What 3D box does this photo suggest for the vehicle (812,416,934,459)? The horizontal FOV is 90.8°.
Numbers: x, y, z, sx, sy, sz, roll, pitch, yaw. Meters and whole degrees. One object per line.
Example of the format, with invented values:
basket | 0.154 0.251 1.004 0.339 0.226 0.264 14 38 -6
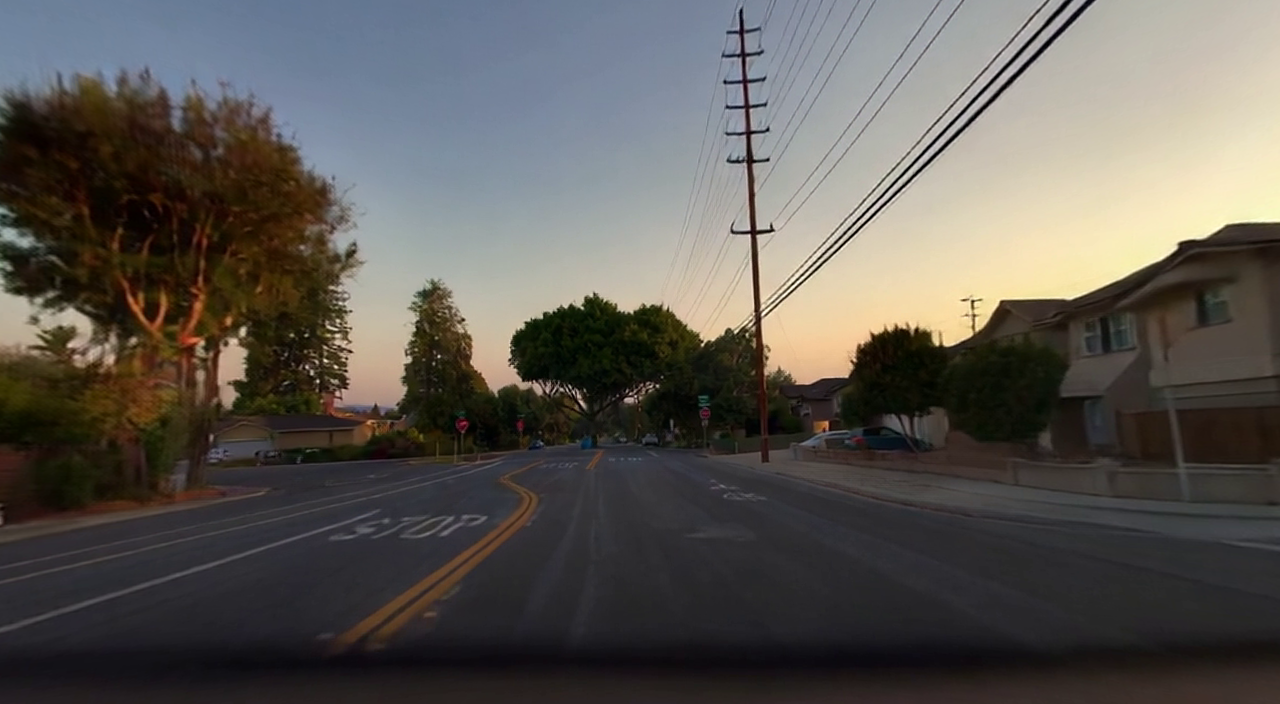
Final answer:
vehicle | 10.251 3.821 28.122 4.544 1.807 2.204 0 -9 2
